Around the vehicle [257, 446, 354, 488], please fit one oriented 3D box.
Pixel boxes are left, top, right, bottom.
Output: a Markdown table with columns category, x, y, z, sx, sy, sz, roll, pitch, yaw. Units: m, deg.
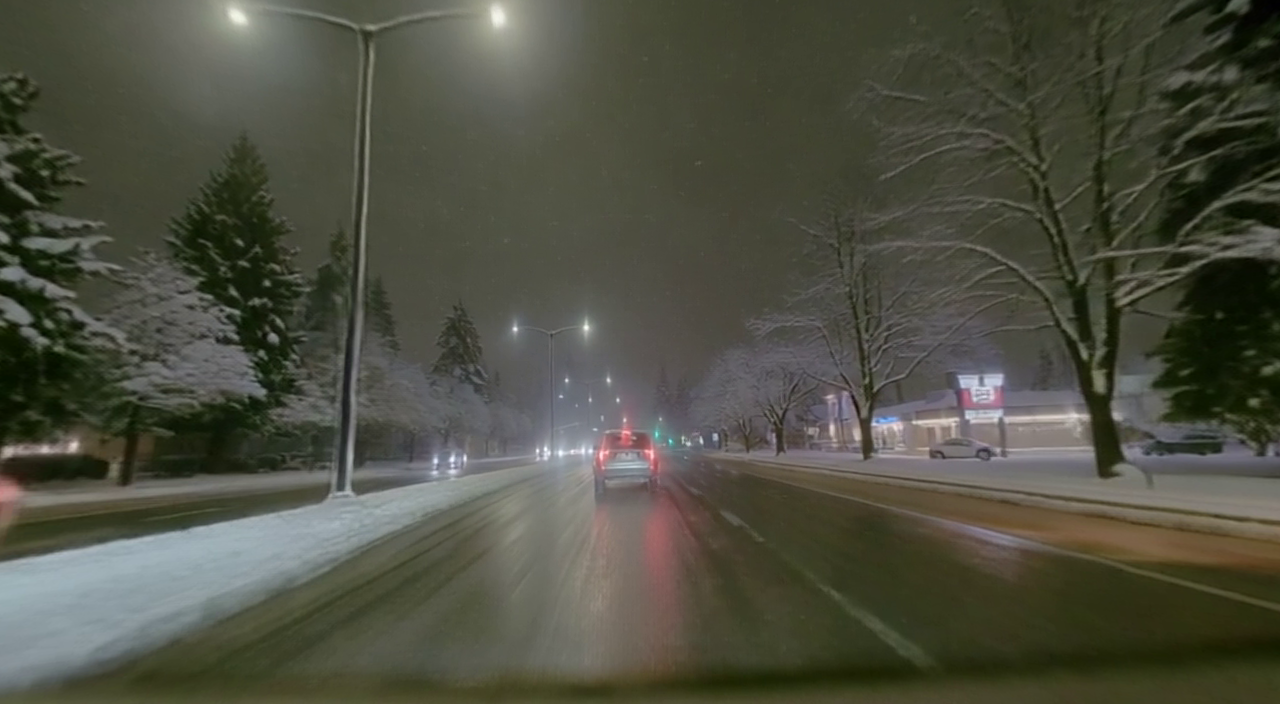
| category | x | y | z | sx | sy | sz | roll | pitch | yaw |
| --- | --- | --- | --- | --- | --- | --- | --- | --- | --- |
| vehicle | -16.349 | 5.600 | 31.189 | 2.127 | 1.836 | 4.833 | 0 | -8 | 0 |

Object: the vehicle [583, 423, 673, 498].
| category | x | y | z | sx | sy | sz | roll | pitch | yaw |
| --- | --- | --- | --- | --- | --- | --- | --- | --- | --- |
| vehicle | -0.459 | 3.121 | 18.590 | 2.300 | 1.870 | 4.936 | 0 | -8 | -4 |

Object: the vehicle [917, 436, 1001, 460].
| category | x | y | z | sx | sy | sz | roll | pitch | yaw |
| --- | --- | --- | --- | --- | --- | --- | --- | --- | --- |
| vehicle | 20.695 | 6.242 | 41.137 | 4.339 | 1.456 | 2.030 | 0 | -8 | -3 |

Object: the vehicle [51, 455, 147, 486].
| category | x | y | z | sx | sy | sz | roll | pitch | yaw |
| --- | --- | --- | --- | --- | --- | --- | --- | --- | --- |
| vehicle | -28.948 | 6.329 | 33.864 | 3.520 | 1.405 | 1.750 | -2 | -9 | -1 |

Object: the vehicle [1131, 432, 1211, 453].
| category | x | y | z | sx | sy | sz | roll | pitch | yaw |
| --- | --- | --- | --- | --- | --- | --- | --- | --- | --- |
| vehicle | 39.822 | 6.802 | 47.441 | 4.167 | 1.455 | 2.067 | 0 | -8 | 0 |
